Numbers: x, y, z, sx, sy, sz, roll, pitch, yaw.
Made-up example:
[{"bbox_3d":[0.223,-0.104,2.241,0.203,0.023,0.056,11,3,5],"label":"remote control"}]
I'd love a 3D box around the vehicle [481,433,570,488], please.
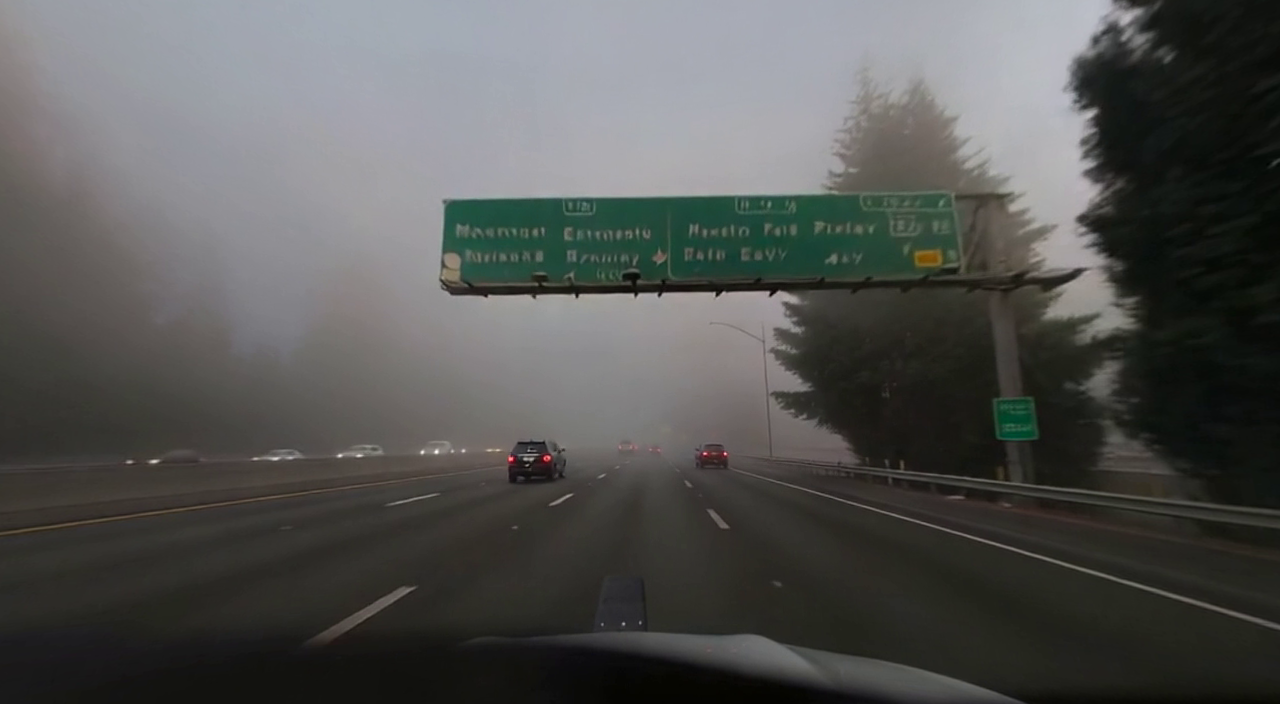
[{"bbox_3d":[-3.891,3.774,22.315,2.196,1.733,4.355,0,-8,2],"label":"vehicle"}]

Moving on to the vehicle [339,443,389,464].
[{"bbox_3d":[-20.225,7.444,46.394,1.721,1.473,3.980,0,-8,2],"label":"vehicle"}]

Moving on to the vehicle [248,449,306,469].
[{"bbox_3d":[-27.677,8.155,48.222,1.802,1.423,4.257,0,-8,2],"label":"vehicle"}]

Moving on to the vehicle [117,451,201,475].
[{"bbox_3d":[-31.818,7.320,41.890,1.859,1.434,4.557,0,-8,2],"label":"vehicle"}]

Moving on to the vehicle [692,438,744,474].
[{"bbox_3d":[4.016,5.440,33.223,2.229,1.704,4.392,0,-8,1],"label":"vehicle"}]
